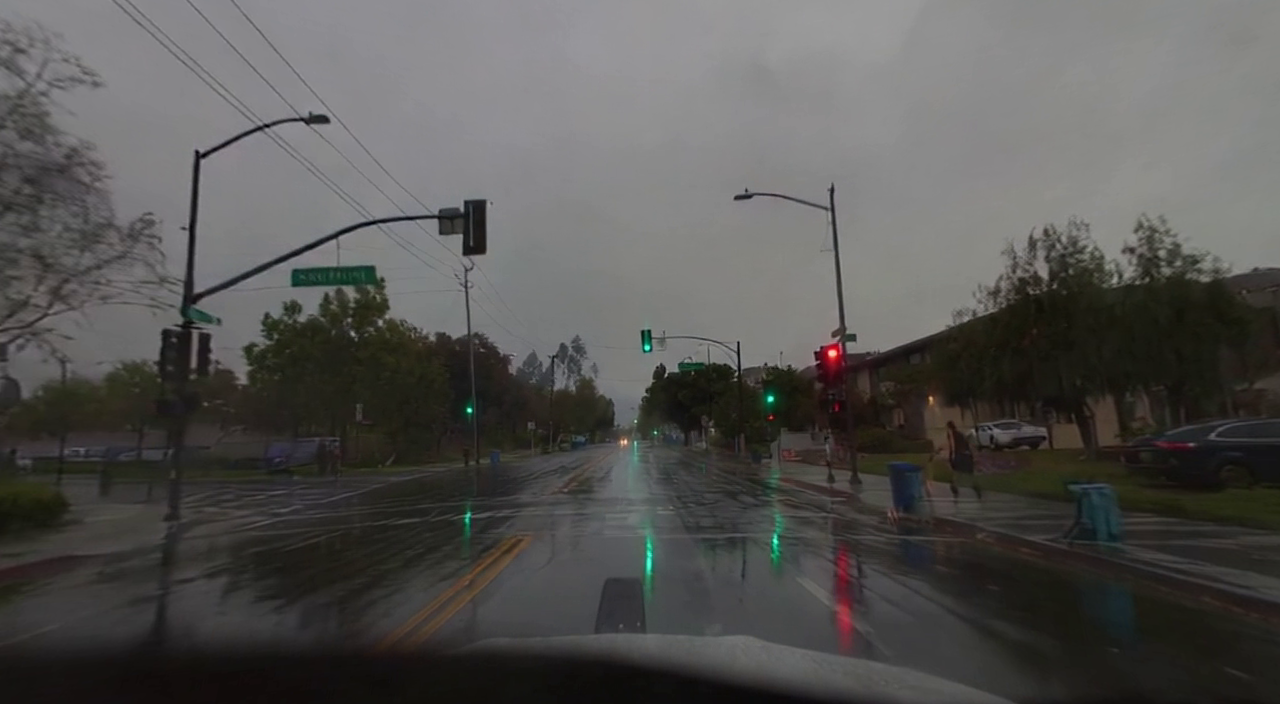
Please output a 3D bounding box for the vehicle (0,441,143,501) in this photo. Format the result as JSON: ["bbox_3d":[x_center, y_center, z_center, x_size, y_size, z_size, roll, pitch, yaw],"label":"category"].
[{"bbox_3d":[-20.103,3.966,21.274,4.804,1.842,2.171,0,-8,-1],"label":"vehicle"}]

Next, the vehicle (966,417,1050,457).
[{"bbox_3d":[17.075,4.033,29.568,2.013,1.722,4.007,-2,-9,10],"label":"vehicle"}]

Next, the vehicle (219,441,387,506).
[{"bbox_3d":[-9.304,3.363,17.479,4.135,1.424,1.945,-9,-11,23],"label":"vehicle"}]

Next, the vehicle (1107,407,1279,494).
[{"bbox_3d":[12.752,1.926,12.848,4.908,1.521,2.108,-2,-8,-5],"label":"vehicle"}]

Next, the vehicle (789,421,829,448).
[{"bbox_3d":[11.467,5.663,43.116,1.950,1.714,4.245,-1,-9,6],"label":"vehicle"}]
